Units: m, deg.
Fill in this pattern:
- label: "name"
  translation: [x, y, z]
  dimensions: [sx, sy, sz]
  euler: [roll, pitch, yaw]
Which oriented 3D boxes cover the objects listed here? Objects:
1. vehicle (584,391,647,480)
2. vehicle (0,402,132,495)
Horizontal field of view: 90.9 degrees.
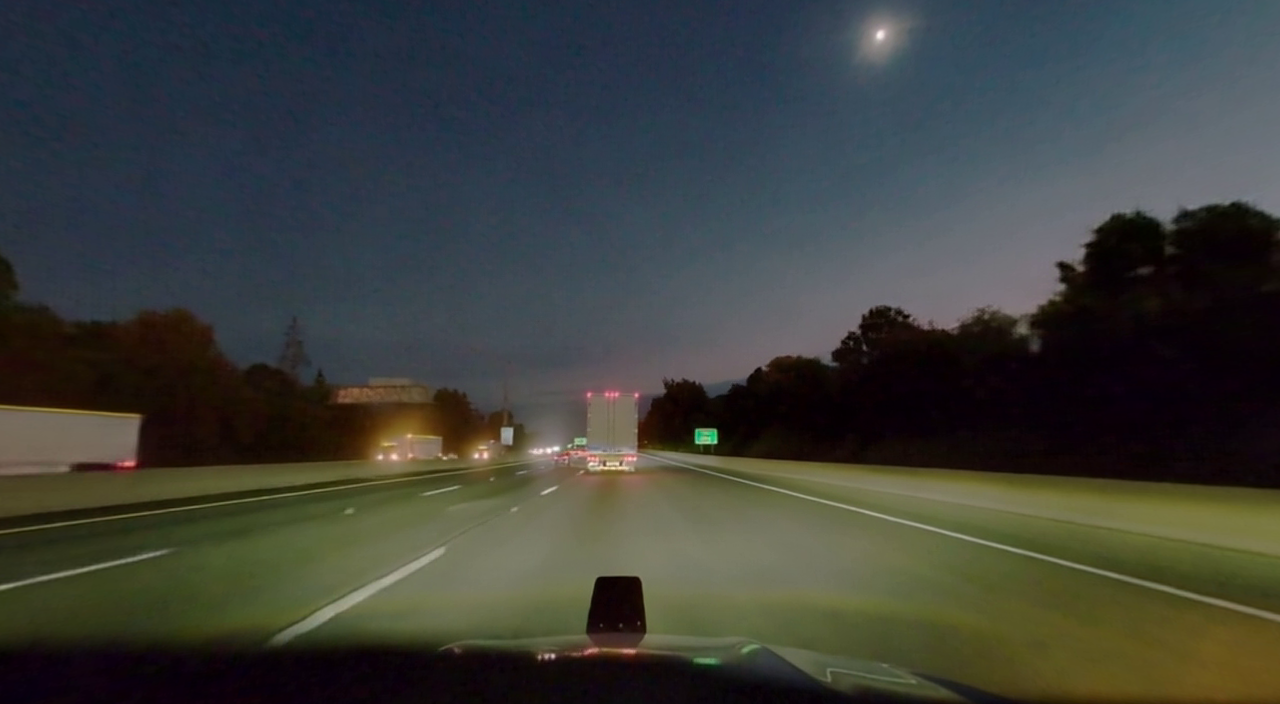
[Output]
- label: "vehicle"
  translation: [-1.374, 4.747, 34.841]
  dimensions: [2.875, 4.056, 12.312]
  euler: [0, -9, -2]
- label: "vehicle"
  translation: [-27.562, 4.010, 26.122]
  dimensions: [2.790, 3.732, 12.674]
  euler: [0, -9, -2]
